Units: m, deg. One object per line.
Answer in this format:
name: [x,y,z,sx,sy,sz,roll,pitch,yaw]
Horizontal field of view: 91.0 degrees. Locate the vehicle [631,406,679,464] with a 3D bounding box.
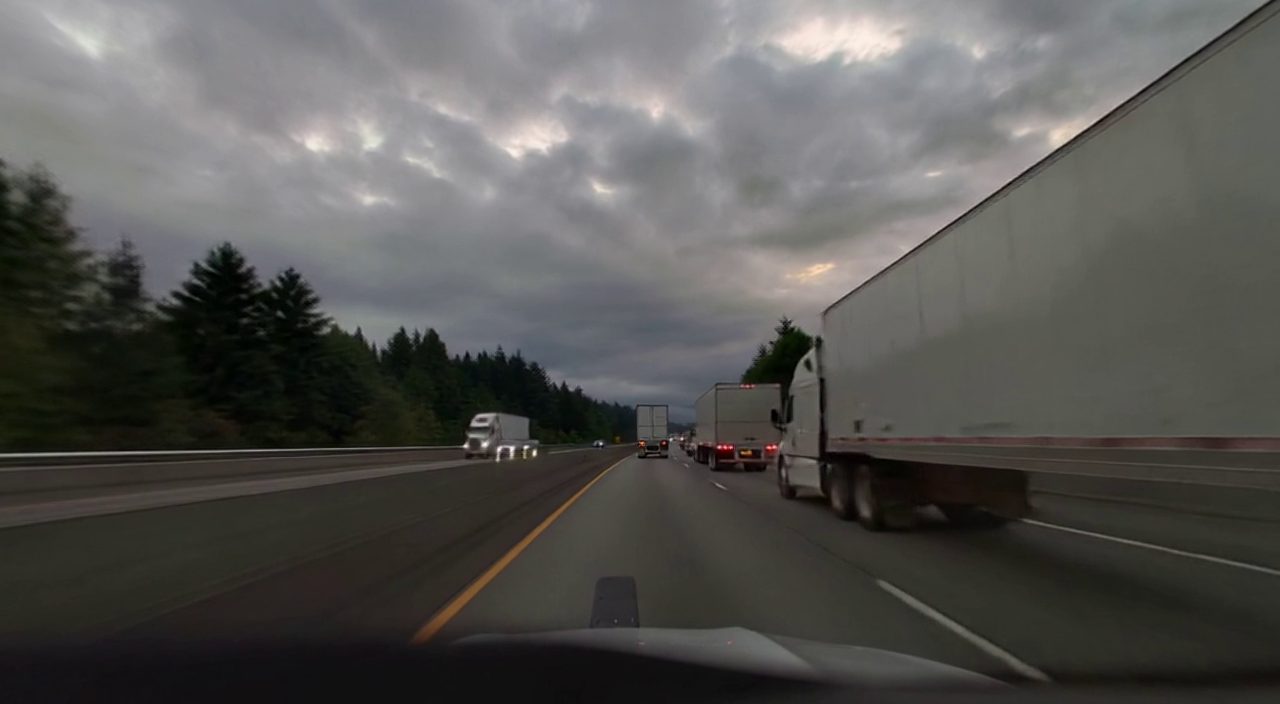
vehicle: [0.883,5.215,39.302,2.644,3.247,7.454,-1,-8,1]

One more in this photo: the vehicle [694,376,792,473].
vehicle: [4.967,4.057,33.731,2.851,4.077,14.289,0,-8,0]

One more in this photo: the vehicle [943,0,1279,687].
vehicle: [4.916,-0.267,2.753,2.843,3.940,8.349,0,-8,-1]
